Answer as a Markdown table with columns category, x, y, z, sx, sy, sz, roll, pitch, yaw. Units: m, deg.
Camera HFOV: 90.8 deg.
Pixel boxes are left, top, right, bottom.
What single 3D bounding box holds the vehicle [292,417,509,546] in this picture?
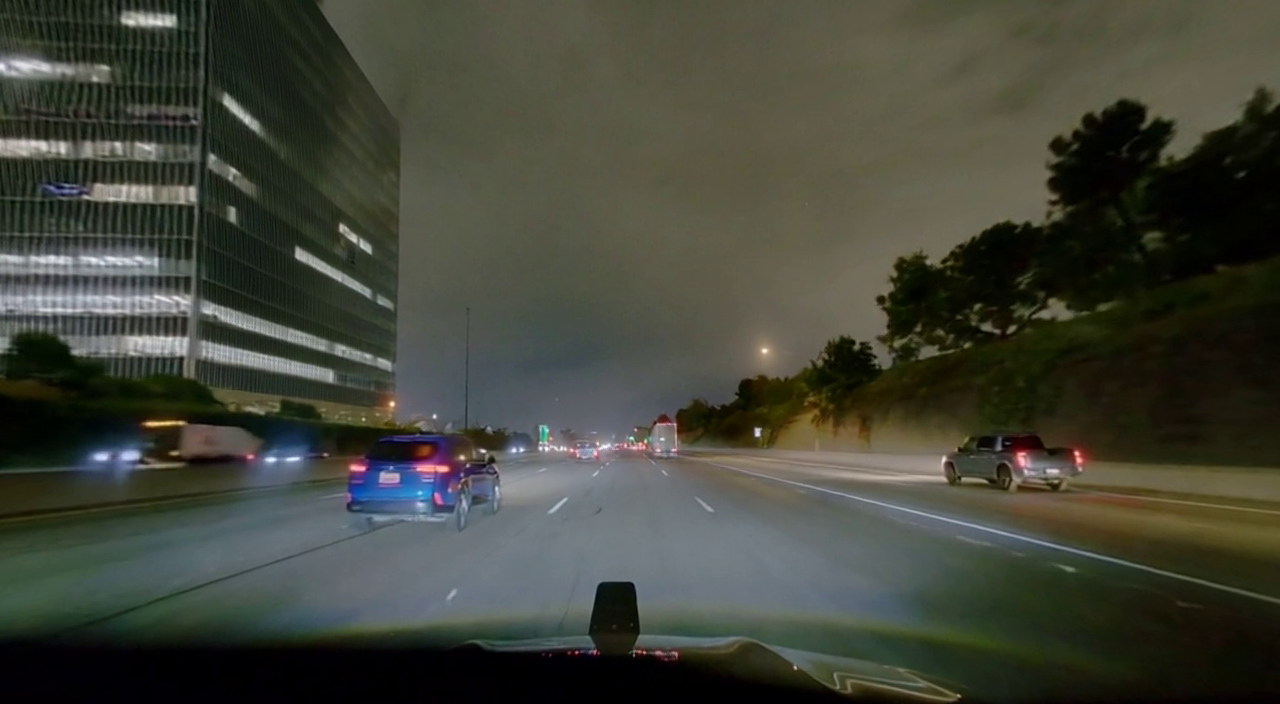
| category | x | y | z | sx | sy | sz | roll | pitch | yaw |
| --- | --- | --- | --- | --- | --- | --- | --- | --- | --- |
| vehicle | -3.658 | 2.073 | 10.659 | 2.039 | 1.710 | 4.237 | 0 | -9 | -1 |

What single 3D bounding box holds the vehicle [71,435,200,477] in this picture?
| category | x | y | z | sx | sy | sz | roll | pitch | yaw |
| --- | --- | --- | --- | --- | --- | --- | --- | --- | --- |
| vehicle | -29.973 | 6.214 | 37.892 | 2.591 | 2.321 | 6.155 | 0 | -9 | 0 |

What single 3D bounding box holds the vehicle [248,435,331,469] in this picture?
| category | x | y | z | sx | sy | sz | roll | pitch | yaw |
| --- | --- | --- | --- | --- | --- | --- | --- | --- | --- |
| vehicle | -23.836 | 6.826 | 43.276 | 2.295 | 2.156 | 5.710 | 0 | -9 | 0 |

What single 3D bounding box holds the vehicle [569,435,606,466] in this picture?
| category | x | y | z | sx | sy | sz | roll | pitch | yaw |
| --- | --- | --- | --- | --- | --- | --- | --- | --- | --- |
| vehicle | -3.643 | 7.020 | 45.101 | 2.284 | 2.022 | 5.752 | 0 | -9 | -1 |

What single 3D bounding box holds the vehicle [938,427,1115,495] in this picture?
| category | x | y | z | sx | sy | sz | roll | pitch | yaw |
| --- | --- | --- | --- | --- | --- | --- | --- | --- | --- |
| vehicle | 11.462 | 3.280 | 19.324 | 2.089 | 1.787 | 5.080 | 0 | -9 | -2 |
